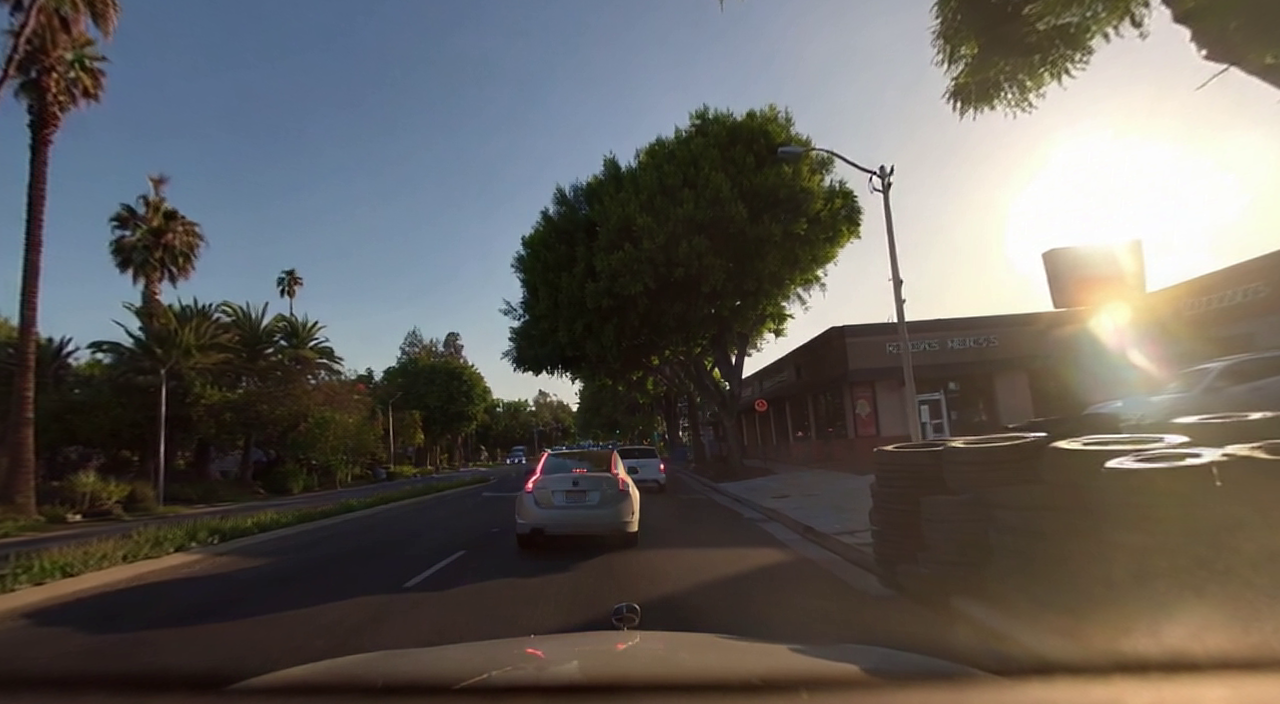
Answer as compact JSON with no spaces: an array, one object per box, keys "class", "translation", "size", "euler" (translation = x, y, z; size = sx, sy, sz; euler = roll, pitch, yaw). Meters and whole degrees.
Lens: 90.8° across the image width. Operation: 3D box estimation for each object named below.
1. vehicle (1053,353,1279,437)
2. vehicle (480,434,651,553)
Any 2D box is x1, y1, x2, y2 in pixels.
[{"class":"vehicle","translation":[13.385,1.274,16.518],"size":[1.854,1.693,4.798],"euler":[-1,-10,0]},{"class":"vehicle","translation":[-0.997,2.113,10.149],"size":[2.169,1.495,4.048],"euler":[0,-9,-1]}]
